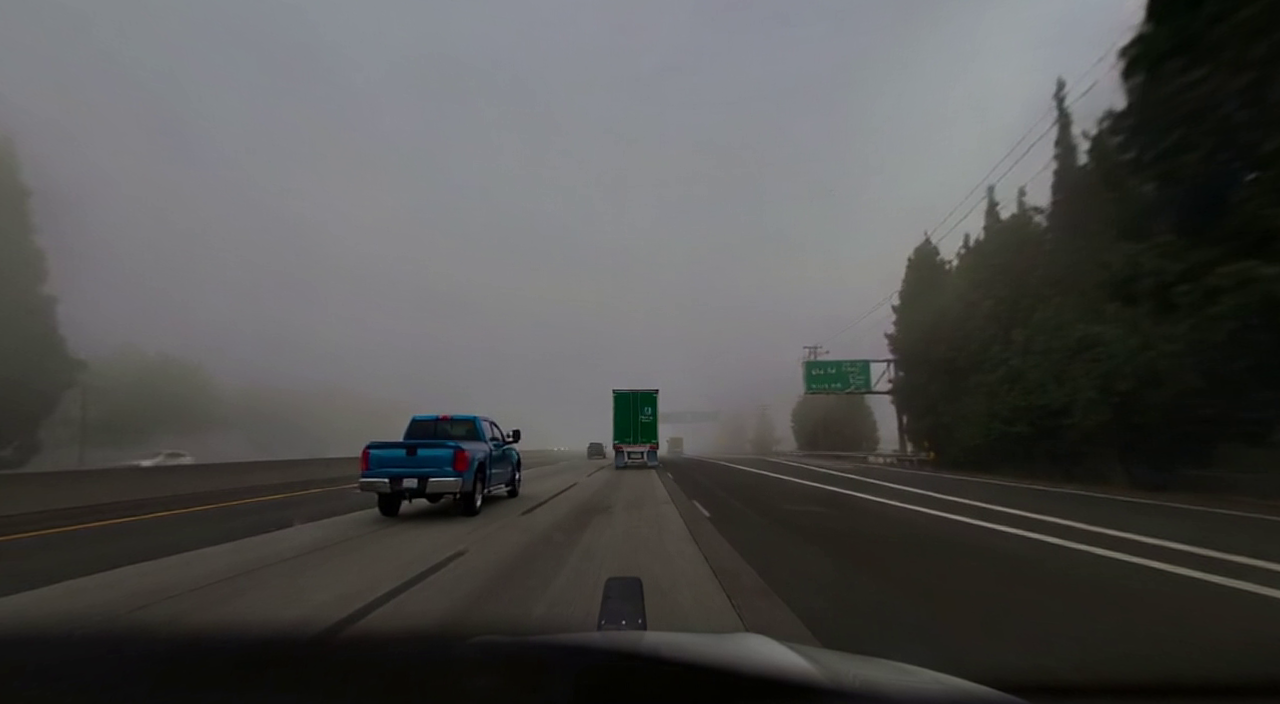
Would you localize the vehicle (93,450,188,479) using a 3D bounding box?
[{"bbox_3d":[-29.534,6.646,37.475,1.876,1.519,4.652,0,-8,-1],"label":"vehicle"}]

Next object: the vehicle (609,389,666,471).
[{"bbox_3d":[-0.095,4.875,38.433,2.879,4.085,13.125,0,-8,0],"label":"vehicle"}]

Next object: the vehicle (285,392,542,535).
[{"bbox_3d":[-3.937,2.152,12.846,2.749,2.141,6.515,0,-8,1],"label":"vehicle"}]
